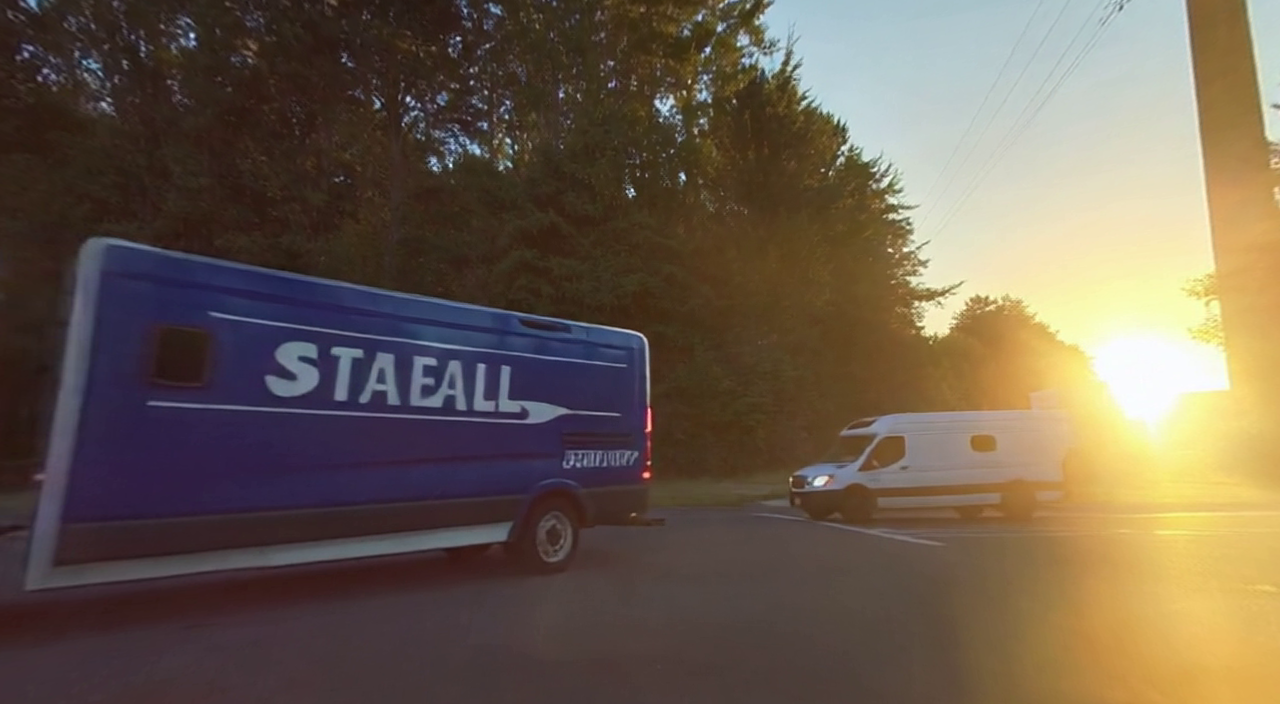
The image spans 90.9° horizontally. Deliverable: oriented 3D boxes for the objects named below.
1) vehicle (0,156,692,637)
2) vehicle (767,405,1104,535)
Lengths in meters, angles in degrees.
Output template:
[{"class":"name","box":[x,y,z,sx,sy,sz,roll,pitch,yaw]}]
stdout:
[{"class":"vehicle","box":[-3.730,0.713,7.628,9.765,3.622,2.740,8,-12,-42]},{"class":"vehicle","box":[5.931,2.410,13.247,5.923,2.424,2.247,0,-9,-5]}]
